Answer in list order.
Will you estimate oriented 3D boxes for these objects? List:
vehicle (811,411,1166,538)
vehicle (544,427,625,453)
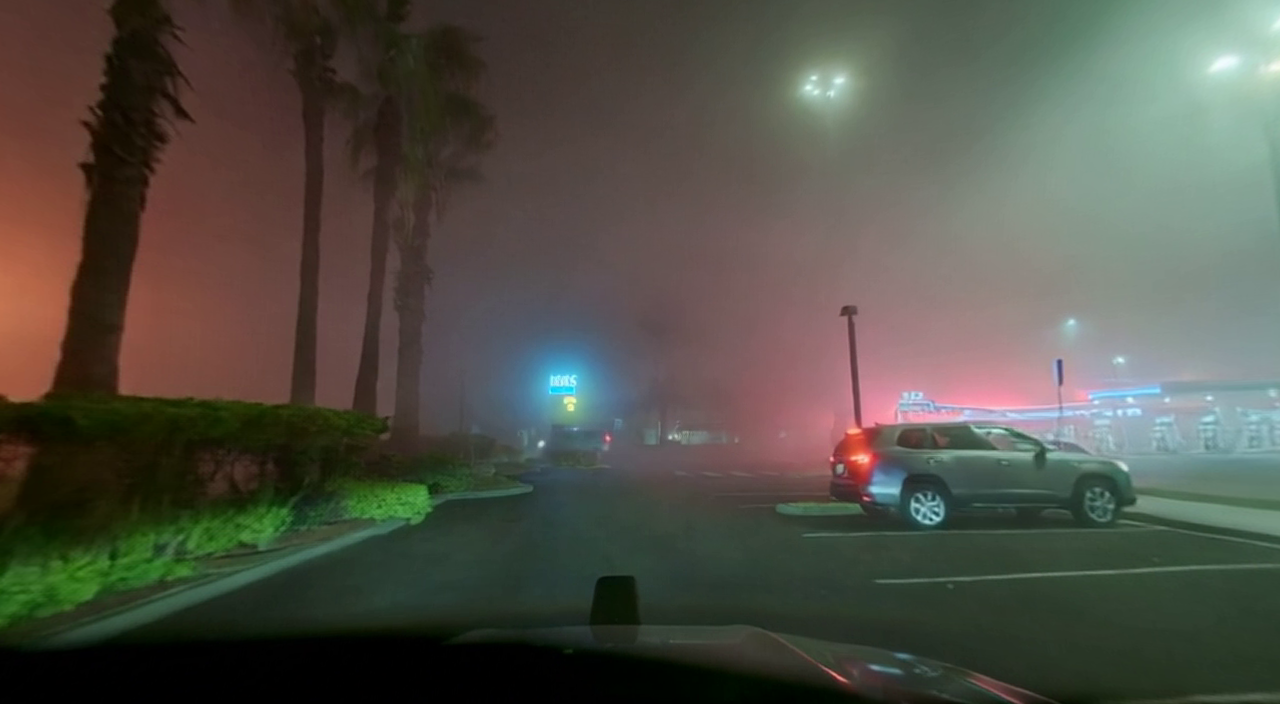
[{"bbox_3d":[5.452,1.938,10.412,4.560,1.818,2.148,0,-8,-4],"label":"vehicle"},{"bbox_3d":[-4.046,6.470,46.640,5.763,1.840,2.077,0,-8,-2],"label":"vehicle"}]
